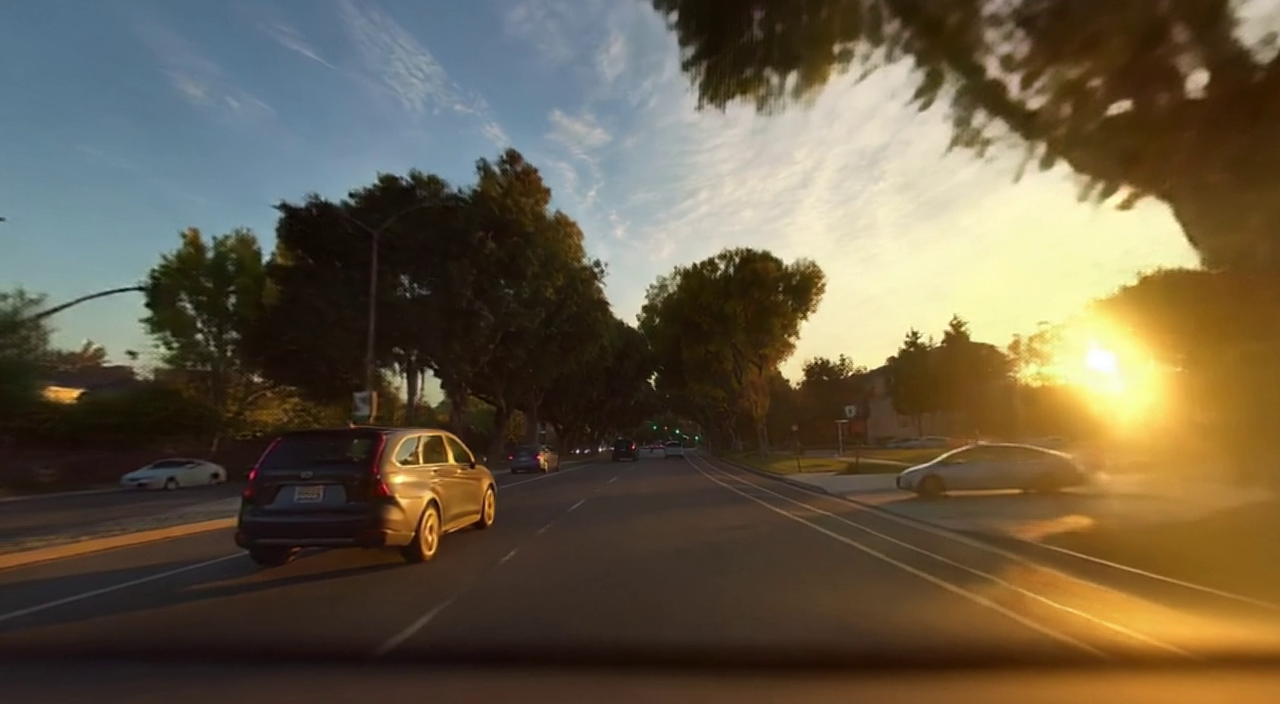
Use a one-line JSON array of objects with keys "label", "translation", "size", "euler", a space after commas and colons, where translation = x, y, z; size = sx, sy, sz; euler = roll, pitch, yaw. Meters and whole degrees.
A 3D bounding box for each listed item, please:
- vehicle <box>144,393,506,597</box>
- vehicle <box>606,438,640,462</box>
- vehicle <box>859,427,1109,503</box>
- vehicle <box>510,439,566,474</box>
[{"label": "vehicle", "translation": [-3.204, 1.553, 7.707], "size": [2.123, 1.761, 4.322], "euler": [0, -8, 1]}, {"label": "vehicle", "translation": [-1.252, 7.676, 49.652], "size": [2.255, 1.806, 4.710], "euler": [-1, -8, 3]}, {"label": "vehicle", "translation": [8.055, 2.687, 15.307], "size": [4.824, 1.646, 2.077], "euler": [-2, -8, 10]}, {"label": "vehicle", "translation": [-5.328, 5.503, 33.507], "size": [1.985, 1.708, 4.310], "euler": [-1, -8, 3]}]
